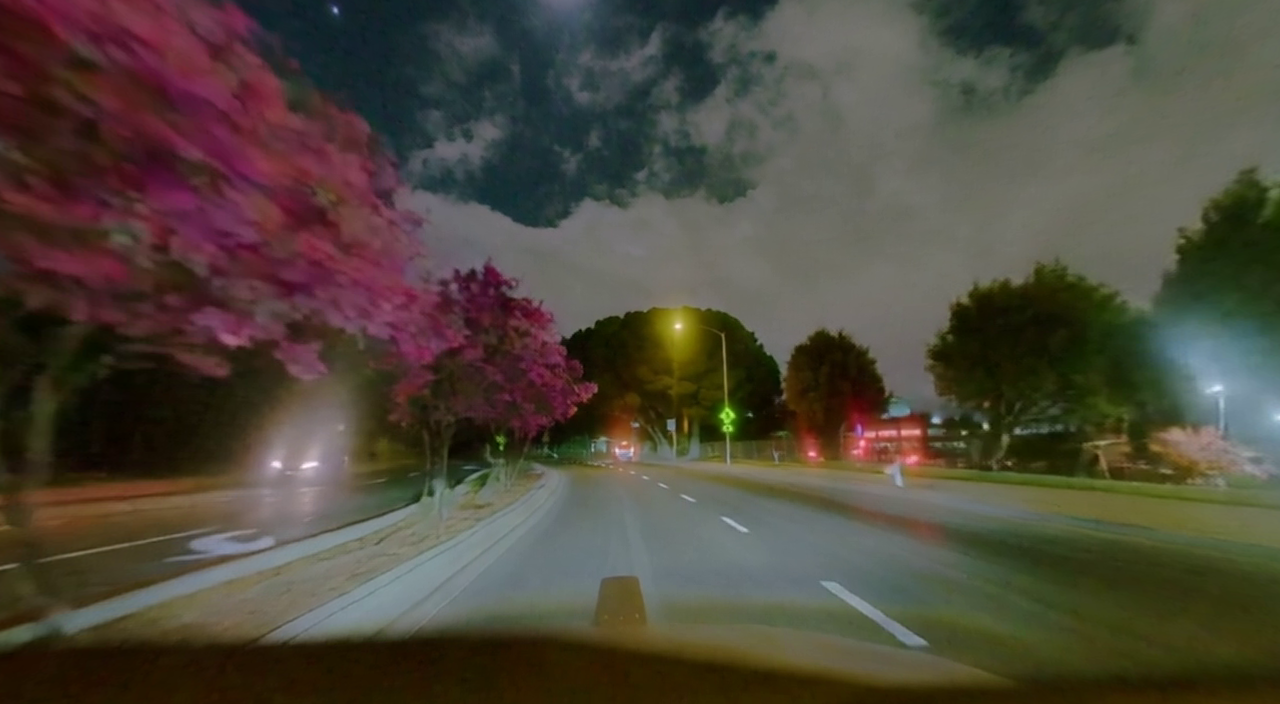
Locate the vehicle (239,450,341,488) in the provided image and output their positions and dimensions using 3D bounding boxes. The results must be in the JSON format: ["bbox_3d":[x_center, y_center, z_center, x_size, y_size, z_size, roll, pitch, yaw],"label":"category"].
[{"bbox_3d":[-15.230,5.091,27.685,2.046,1.523,4.802,1,-9,-4],"label":"vehicle"}]
